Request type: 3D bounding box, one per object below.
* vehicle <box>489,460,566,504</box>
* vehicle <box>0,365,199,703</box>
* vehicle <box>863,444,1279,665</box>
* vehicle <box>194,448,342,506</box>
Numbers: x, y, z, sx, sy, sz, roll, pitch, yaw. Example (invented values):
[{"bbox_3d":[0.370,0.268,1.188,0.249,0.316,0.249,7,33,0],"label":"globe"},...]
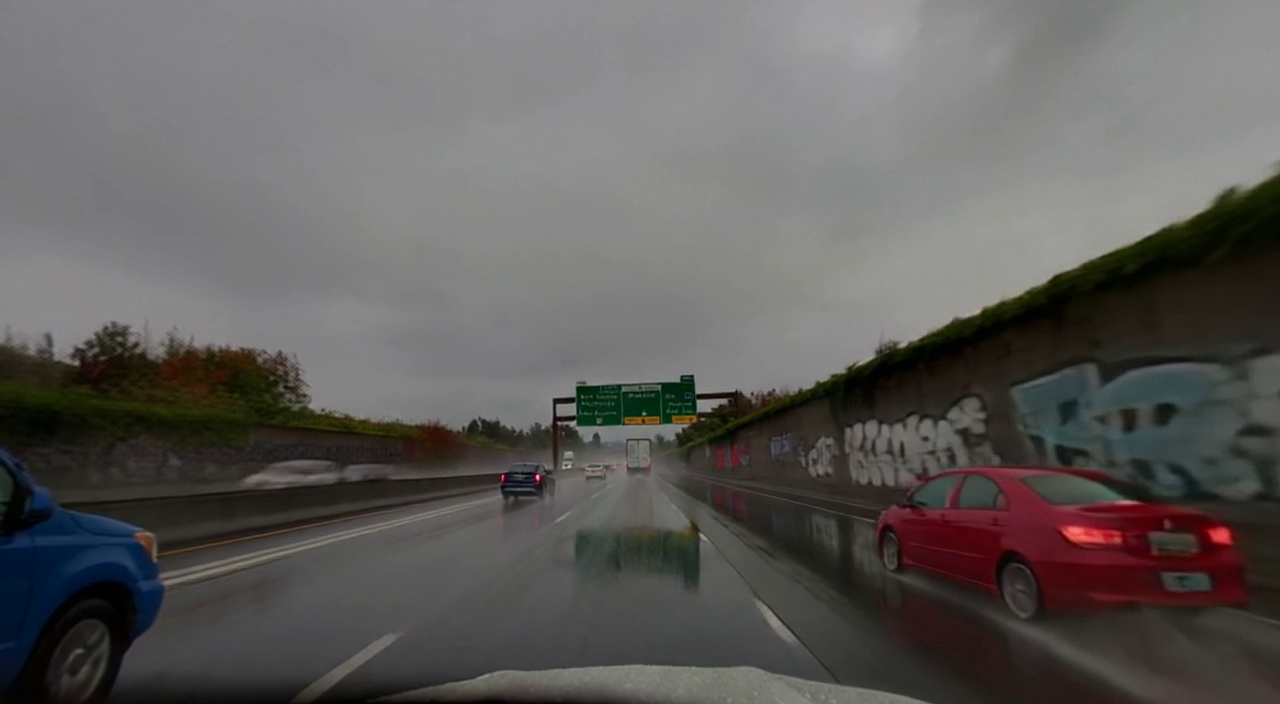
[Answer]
[{"bbox_3d":[-4.028,4.760,23.324,2.054,1.443,4.131,1,-10,0],"label":"vehicle"},{"bbox_3d":[-3.386,0.618,1.050,2.004,1.610,4.508,1,-10,0],"label":"vehicle"},{"bbox_3d":[4.039,1.764,6.433,1.917,1.458,4.199,1,-10,-1],"label":"vehicle"},{"bbox_3d":[-12.859,4.389,22.279,2.152,1.779,4.964,1,-10,0],"label":"vehicle"}]
